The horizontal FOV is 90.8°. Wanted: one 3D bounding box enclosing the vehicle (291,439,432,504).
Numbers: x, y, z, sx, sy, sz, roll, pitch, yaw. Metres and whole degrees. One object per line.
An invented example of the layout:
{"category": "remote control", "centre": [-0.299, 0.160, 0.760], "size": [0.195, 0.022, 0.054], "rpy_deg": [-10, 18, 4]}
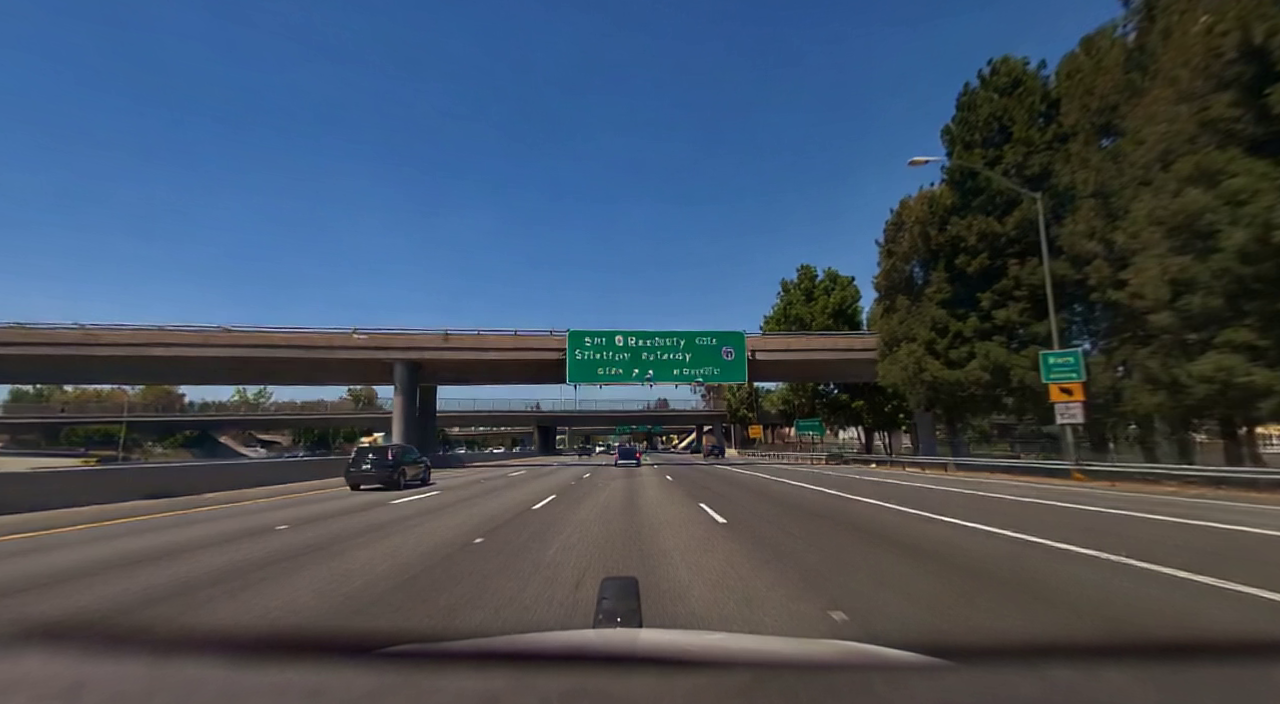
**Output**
{"category": "vehicle", "centre": [-7.465, 3.227, 17.511], "size": [1.957, 1.554, 4.350], "rpy_deg": [0, -8, -1]}

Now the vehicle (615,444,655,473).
{"category": "vehicle", "centre": [-0.321, 5.730, 34.326], "size": [2.012, 1.471, 4.059], "rpy_deg": [0, -8, -2]}
